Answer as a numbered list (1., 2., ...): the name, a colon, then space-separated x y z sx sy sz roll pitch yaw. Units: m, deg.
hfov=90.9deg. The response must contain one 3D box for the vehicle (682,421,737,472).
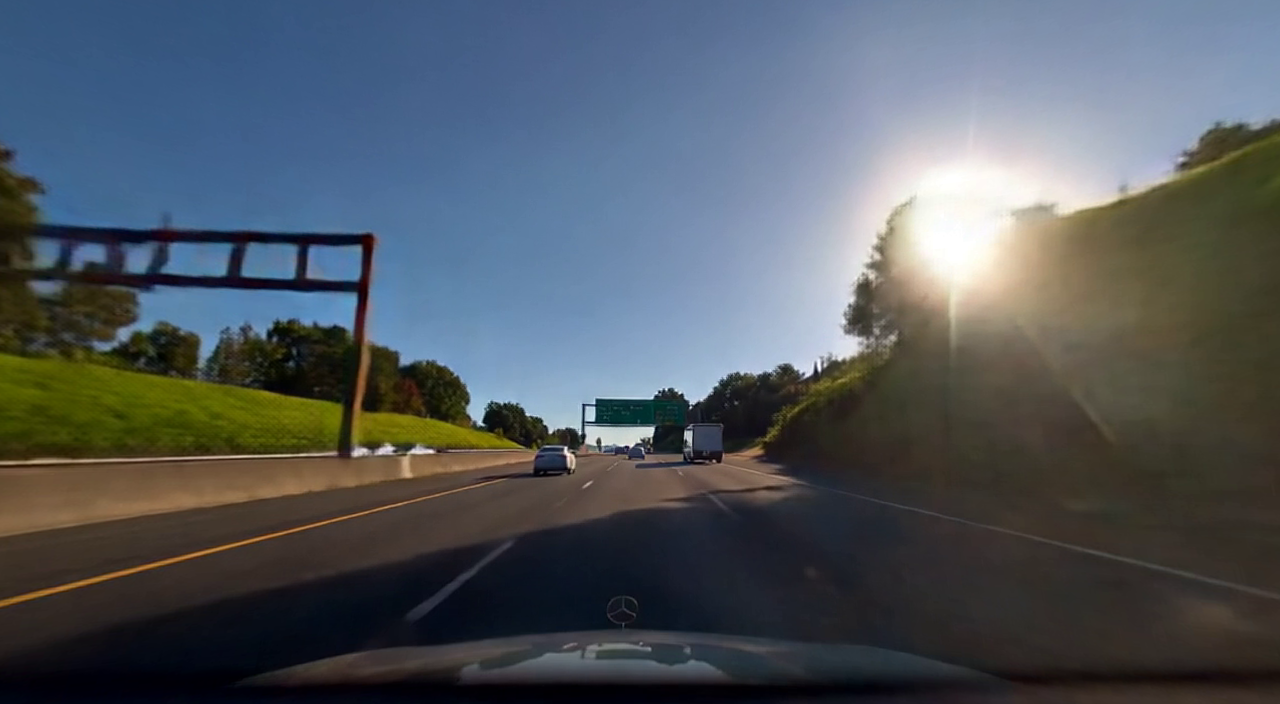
1. vehicle: 3.852 5.402 36.025 2.361 2.636 5.684 0 -9 -1

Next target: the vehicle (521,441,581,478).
1. vehicle: -3.936 4.881 28.725 2.054 1.529 4.368 0 -9 1
